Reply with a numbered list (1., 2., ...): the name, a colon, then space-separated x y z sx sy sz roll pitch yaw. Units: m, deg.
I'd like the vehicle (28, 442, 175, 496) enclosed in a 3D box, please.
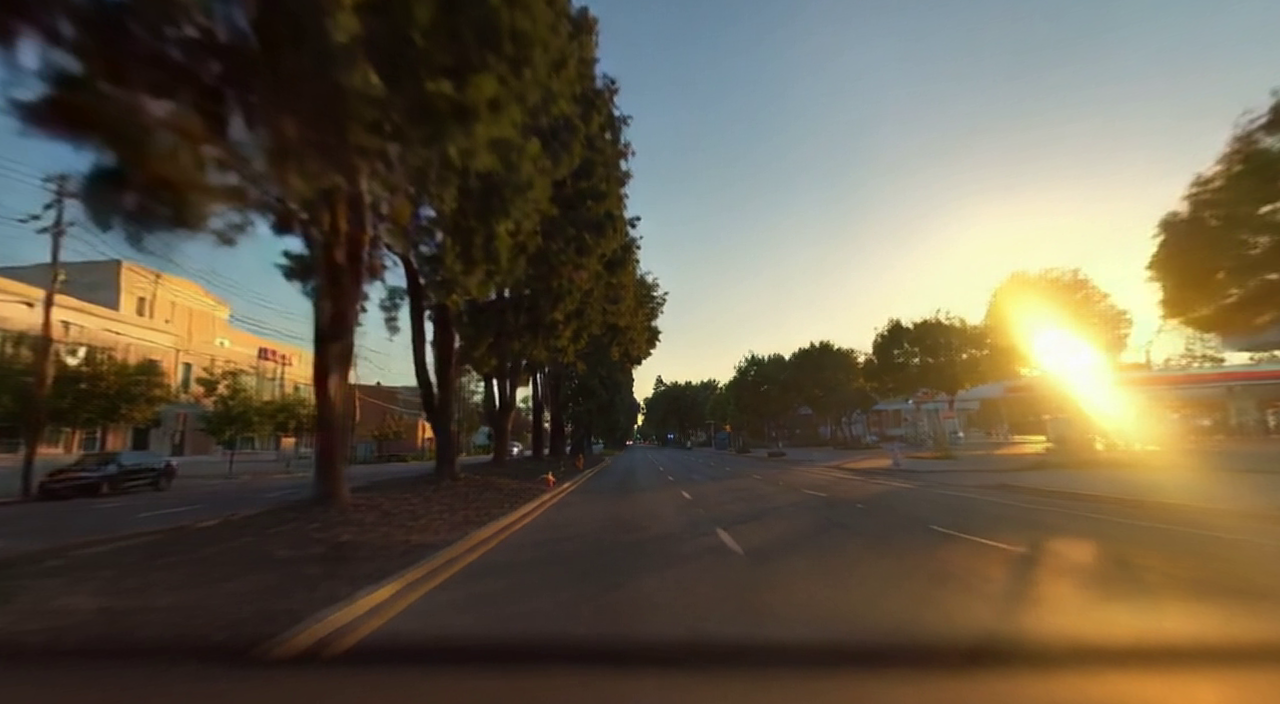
1. vehicle: -22.174 4.785 26.357 2.076 1.927 4.749 -2 -8 -2
